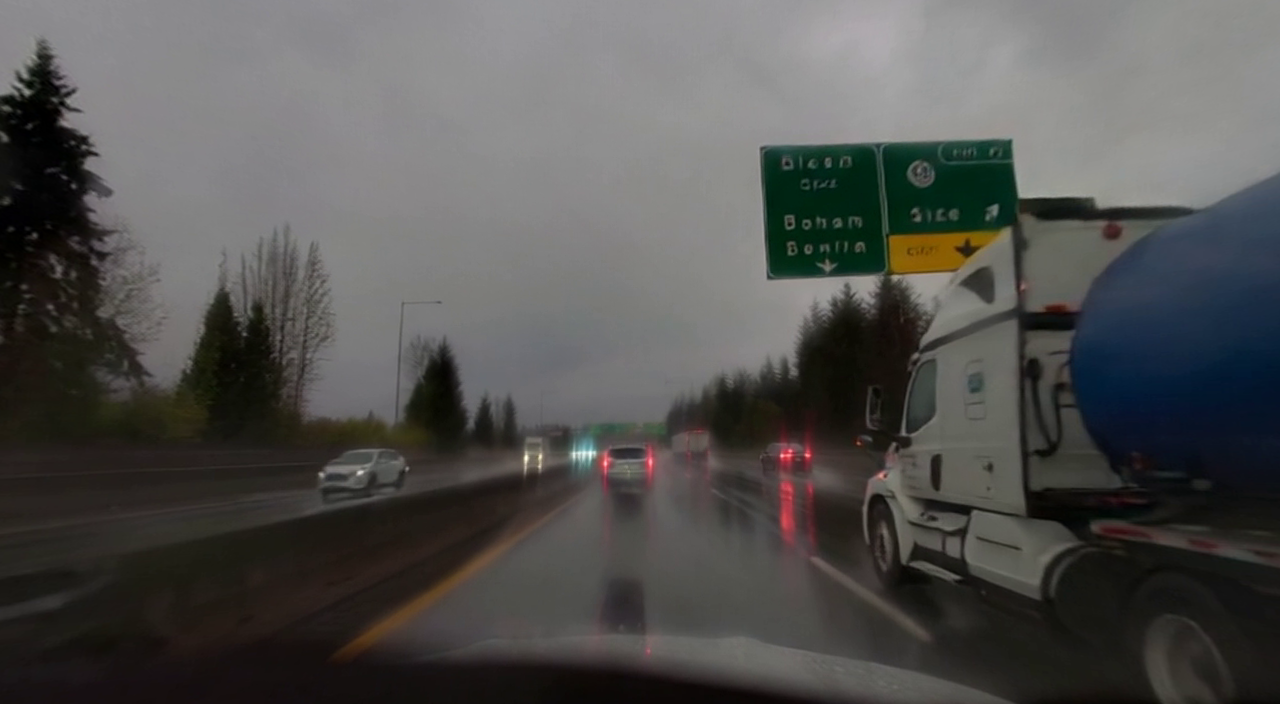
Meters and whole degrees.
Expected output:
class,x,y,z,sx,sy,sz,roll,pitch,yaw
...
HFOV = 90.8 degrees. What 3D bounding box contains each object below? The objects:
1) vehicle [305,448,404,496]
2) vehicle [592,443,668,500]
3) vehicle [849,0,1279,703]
class,x,y,z,sx,sy,sz,roll,pitch,yaw
vehicle,-11.933,4.994,26.757,2.063,1.828,4.416,0,-9,1
vehicle,-0.271,3.477,18.671,2.003,1.490,3.636,0,-9,0
vehicle,3.872,-0.039,3.850,3.001,3.728,5.947,0,-9,-1
